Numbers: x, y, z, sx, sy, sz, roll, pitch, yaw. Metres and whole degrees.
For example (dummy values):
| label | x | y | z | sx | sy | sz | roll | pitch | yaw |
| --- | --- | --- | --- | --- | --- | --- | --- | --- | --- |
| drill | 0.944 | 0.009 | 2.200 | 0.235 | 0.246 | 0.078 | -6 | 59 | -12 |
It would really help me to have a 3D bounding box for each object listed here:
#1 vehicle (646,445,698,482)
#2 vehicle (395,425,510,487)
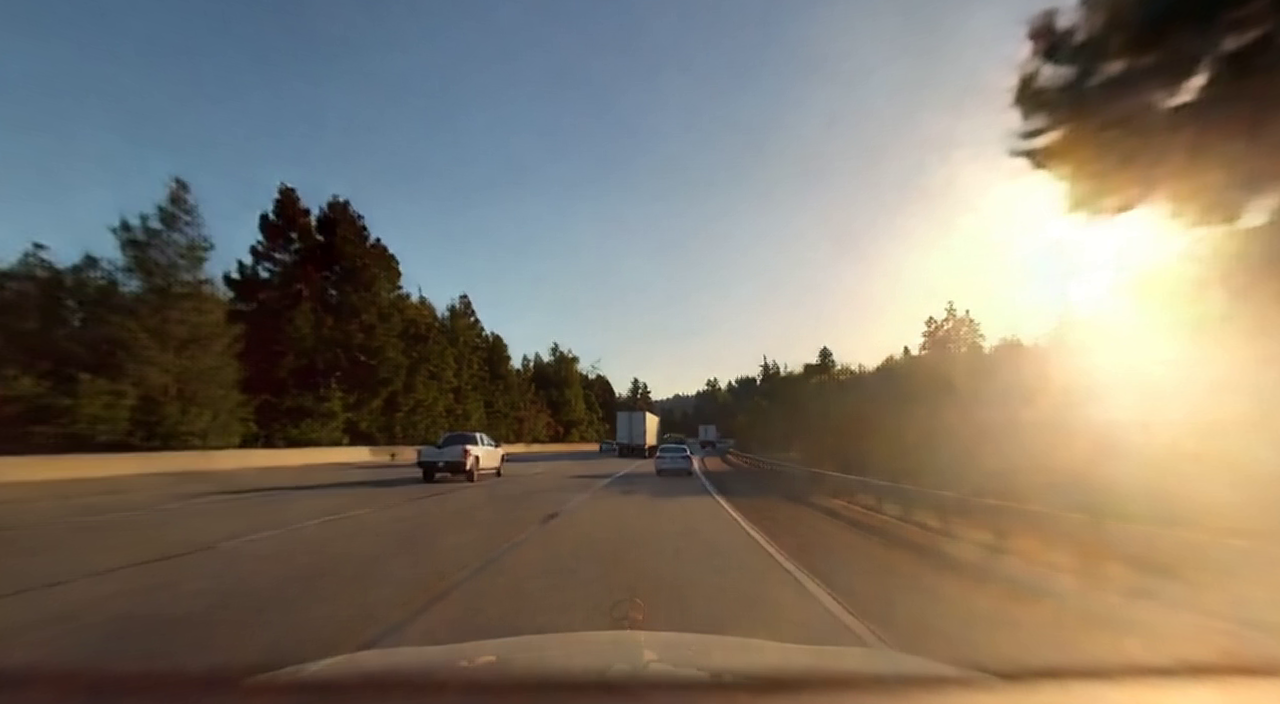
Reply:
| label | x | y | z | sx | sy | sz | roll | pitch | yaw |
| --- | --- | --- | --- | --- | --- | --- | --- | --- | --- |
| vehicle | 1.328 | 4.505 | 25.779 | 1.984 | 1.365 | 3.767 | 1 | -8 | 4 |
| vehicle | -6.221 | 3.519 | 21.695 | 2.142 | 1.833 | 4.854 | 1 | -8 | 4 |
